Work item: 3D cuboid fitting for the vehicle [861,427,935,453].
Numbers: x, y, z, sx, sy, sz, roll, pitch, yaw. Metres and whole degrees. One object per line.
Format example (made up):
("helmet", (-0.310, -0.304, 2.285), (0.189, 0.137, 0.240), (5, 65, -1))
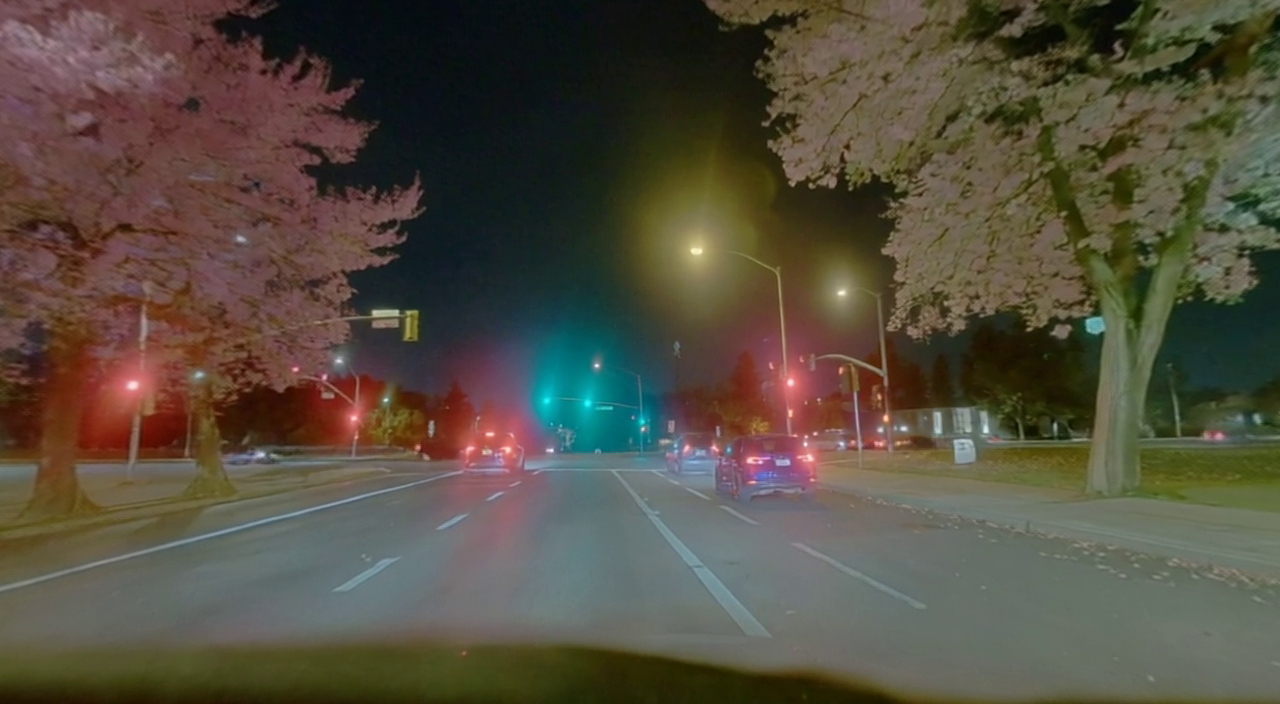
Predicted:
("vehicle", (18.834, 6.438, 46.243), (4.567, 1.810, 1.880), (1, -8, -5))

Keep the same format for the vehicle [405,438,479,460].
("vehicle", (-13.655, 6.695, 43.695), (4.549, 1.439, 1.794), (1, -8, -5))

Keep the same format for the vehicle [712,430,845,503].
("vehicle", (3.203, 2.758, 15.640), (2.019, 1.518, 4.285), (1, -8, -5))

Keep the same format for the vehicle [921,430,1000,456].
("vehicle", (20.544, 5.830, 40.594), (4.089, 1.588, 1.808), (1, -8, -5))

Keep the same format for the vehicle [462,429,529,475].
("vehicle", (-5.834, 4.077, 26.011), (1.995, 1.703, 4.367), (0, -8, -4))

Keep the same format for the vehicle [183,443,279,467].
("vehicle", (-25.346, 6.387, 39.300), (4.526, 1.452, 1.920), (1, -8, -5))

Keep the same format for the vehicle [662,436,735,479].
("vehicle", (2.099, 3.930, 23.861), (2.007, 1.466, 4.291), (1, -8, -5))
